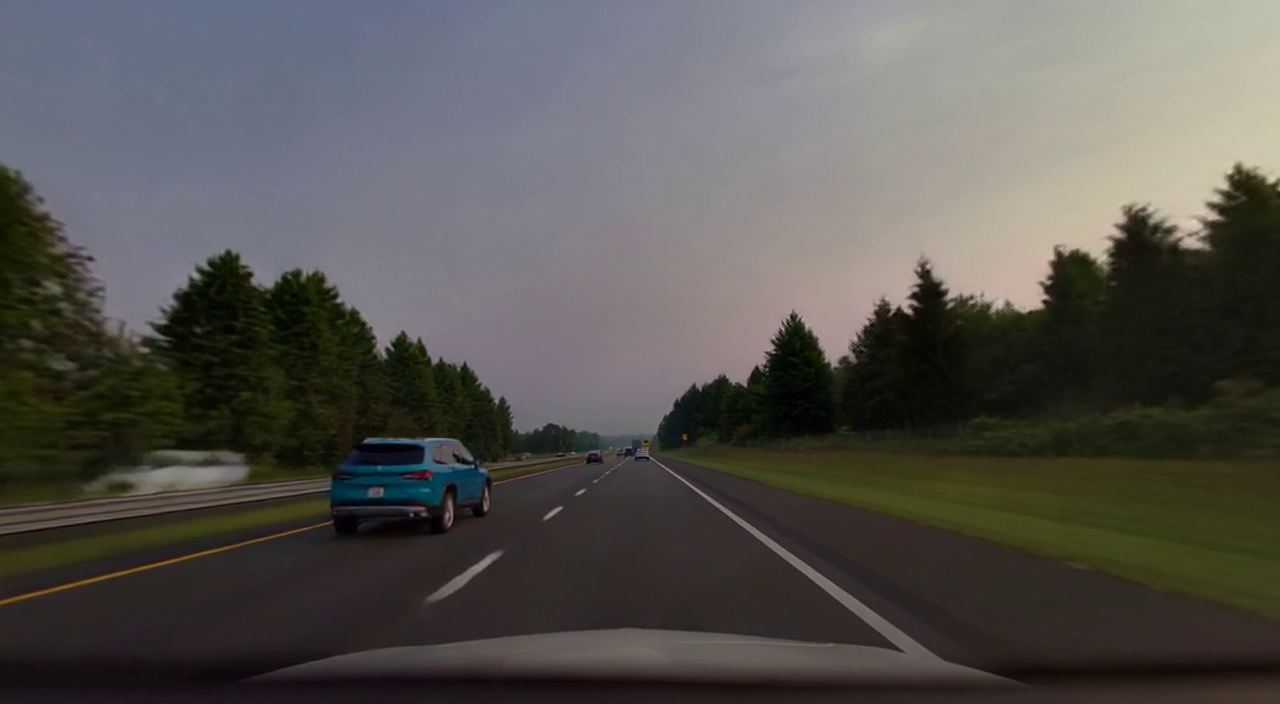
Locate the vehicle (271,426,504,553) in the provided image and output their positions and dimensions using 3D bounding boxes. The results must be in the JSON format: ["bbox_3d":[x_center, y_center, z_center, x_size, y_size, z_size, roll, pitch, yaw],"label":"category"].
[{"bbox_3d":[-3.814,2.140,10.534,2.100,1.667,4.223,0,-9,0],"label":"vehicle"}]

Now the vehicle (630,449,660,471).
[{"bbox_3d":[0.301,7.729,45.216,2.046,1.452,4.407,0,-9,0],"label":"vehicle"}]

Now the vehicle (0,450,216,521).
[{"bbox_3d":[-12.585,3.128,15.291,1.888,1.459,3.843,0,-9,0],"label":"vehicle"}]
